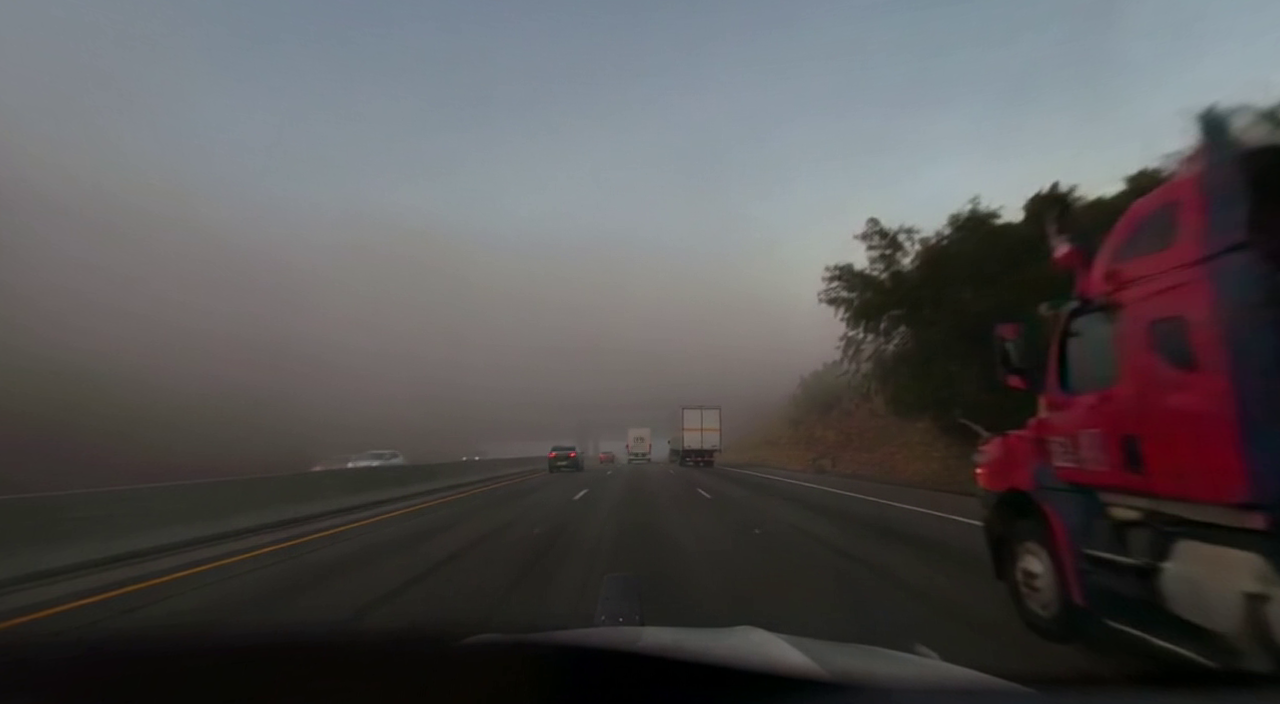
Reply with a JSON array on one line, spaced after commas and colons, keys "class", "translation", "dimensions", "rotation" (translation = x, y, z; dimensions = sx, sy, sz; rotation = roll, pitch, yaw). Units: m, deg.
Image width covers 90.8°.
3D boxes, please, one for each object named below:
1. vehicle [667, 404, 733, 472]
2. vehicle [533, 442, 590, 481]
[{"class": "vehicle", "translation": [3.934, 6.434, 46.118], "dimensions": [3.131, 4.037, 16.729], "rotation": [0, -9, 0]}, {"class": "vehicle", "translation": [-3.482, 4.938, 28.724], "dimensions": [2.007, 1.647, 3.854], "rotation": [0, -9, 1]}]
